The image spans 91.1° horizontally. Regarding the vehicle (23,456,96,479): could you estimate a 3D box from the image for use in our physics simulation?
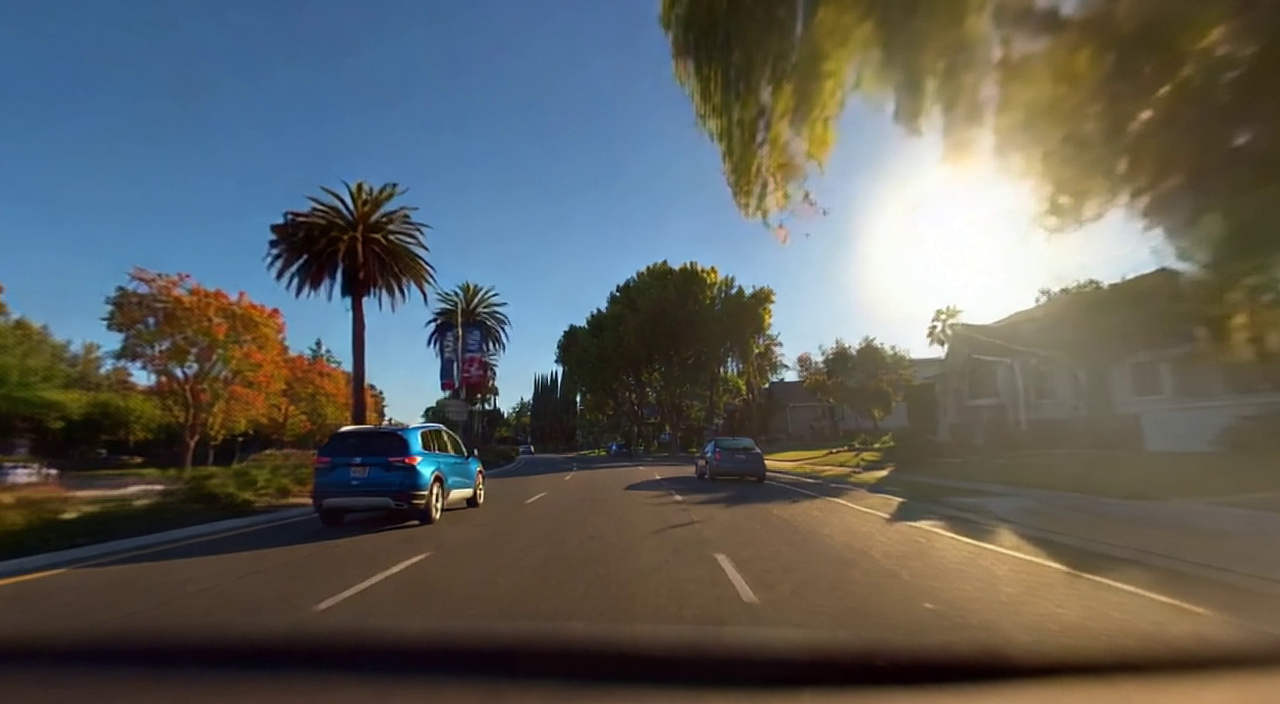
[{"bbox_3d":[-39.422,7.843,42.686,3.285,1.351,1.575,-1,-9,-7],"label":"vehicle"}]

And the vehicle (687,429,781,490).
[{"bbox_3d":[3.001,3.574,21.215,2.195,1.804,4.658,1,-9,-3],"label":"vehicle"}]

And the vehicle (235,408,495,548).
[{"bbox_3d":[-4.070,1.967,10.488,2.150,1.768,4.868,0,-9,0],"label":"vehicle"}]

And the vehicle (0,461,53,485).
[{"bbox_3d":[-37.702,7.231,37.565,3.430,1.341,1.611,-1,-9,-2],"label":"vehicle"}]
